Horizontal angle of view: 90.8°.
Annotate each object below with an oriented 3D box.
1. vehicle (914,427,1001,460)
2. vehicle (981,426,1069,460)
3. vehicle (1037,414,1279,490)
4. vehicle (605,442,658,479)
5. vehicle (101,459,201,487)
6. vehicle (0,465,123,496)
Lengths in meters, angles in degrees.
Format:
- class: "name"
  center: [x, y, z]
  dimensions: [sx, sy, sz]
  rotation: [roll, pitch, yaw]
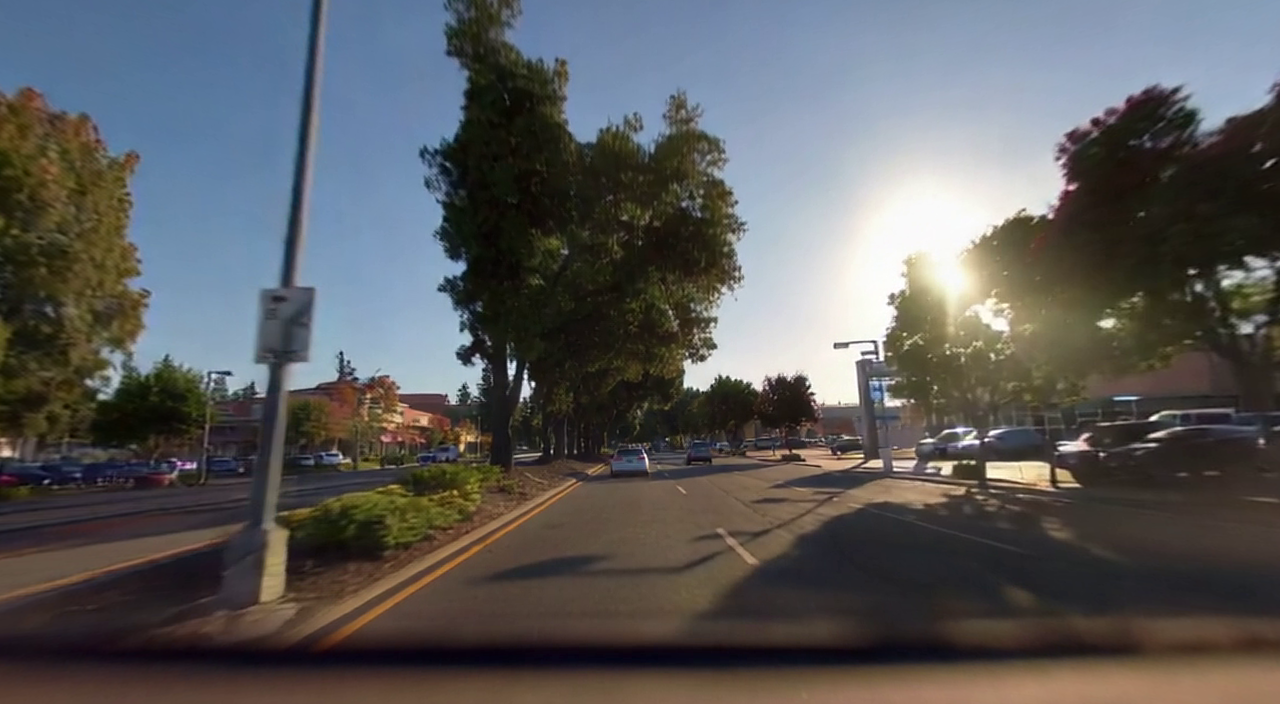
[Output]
- class: "vehicle"
  center: [20.622, 6.011, 41.437]
  dimensions: [2.356, 2.005, 6.308]
  rotation: [0, -8, -1]
- class: "vehicle"
  center: [23.937, 5.741, 39.601]
  dimensions: [2.126, 1.971, 5.619]
  rotation: [-1, -9, 3]
- class: "vehicle"
  center: [16.428, 3.146, 20.358]
  dimensions: [2.454, 1.973, 7.124]
  rotation: [-1, -8, -1]
- class: "vehicle"
  center: [-0.333, 4.660, 27.456]
  dimensions: [2.126, 1.475, 3.967]
  rotation: [0, -8, 0]
- class: "vehicle"
  center: [-29.823, 7.383, 38.657]
  dimensions: [4.360, 1.606, 1.978]
  rotation: [0, -9, -5]
- class: "vehicle"
  center: [-30.552, 6.790, 33.483]
  dimensions: [4.497, 1.450, 2.010]
  rotation: [0, -8, -1]
